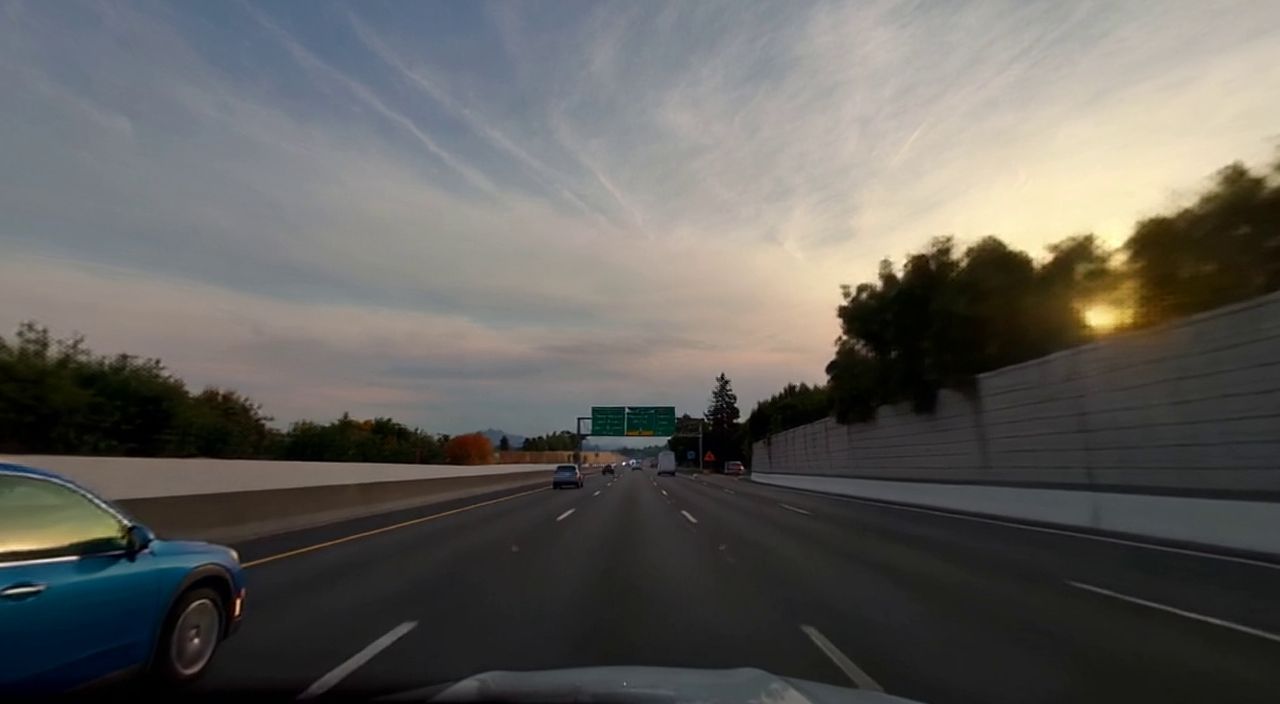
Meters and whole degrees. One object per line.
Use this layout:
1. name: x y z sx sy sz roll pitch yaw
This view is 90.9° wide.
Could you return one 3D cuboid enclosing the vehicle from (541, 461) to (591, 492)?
1. vehicle: -3.877 6.629 33.652 2.045 1.487 4.582 1 -10 1
